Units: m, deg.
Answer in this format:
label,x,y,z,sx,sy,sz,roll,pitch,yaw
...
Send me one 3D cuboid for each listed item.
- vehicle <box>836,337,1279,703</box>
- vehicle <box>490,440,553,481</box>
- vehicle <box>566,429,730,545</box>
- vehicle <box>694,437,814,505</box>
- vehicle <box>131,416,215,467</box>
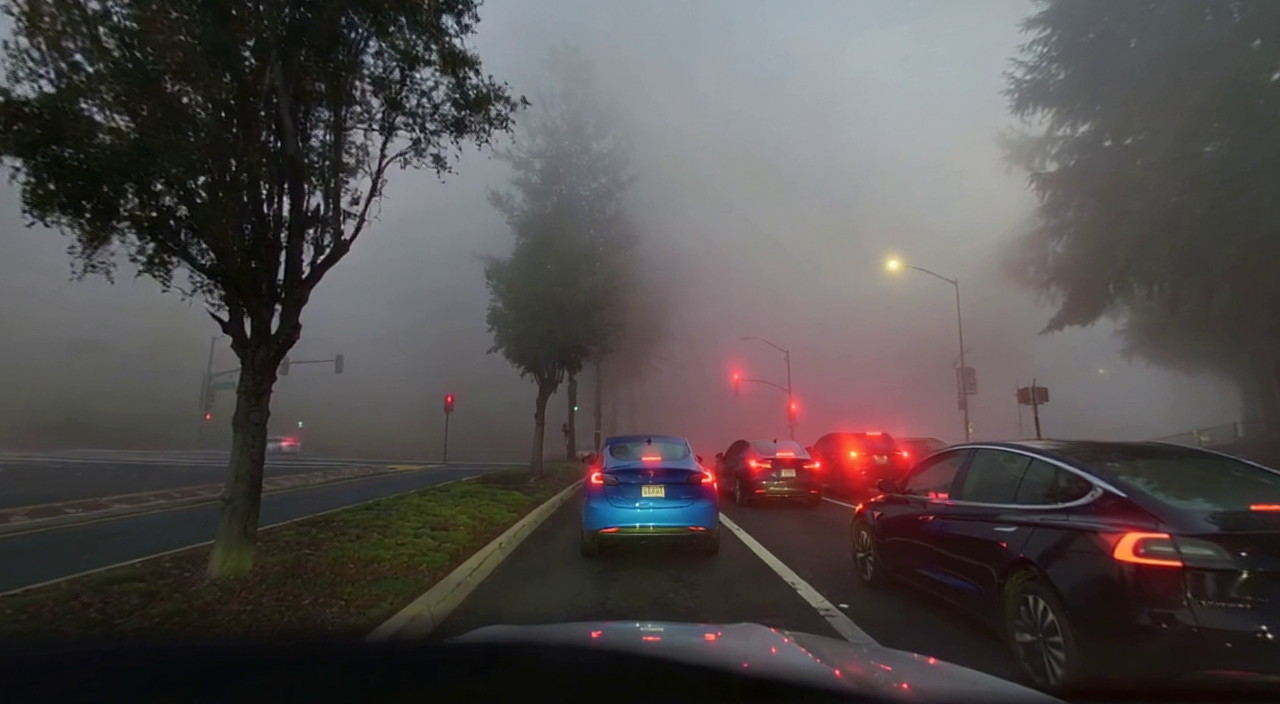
label,x,y,z,sx,sy,sz,roll,pitch,yaw
vehicle,3.185,1.104,4.304,2.167,1.676,4.443,0,-8,-1
vehicle,-4.635,4.285,25.250,1.972,1.457,4.171,0,-8,-4
vehicle,0.023,2.079,10.439,2.147,1.499,4.240,0,-8,-2
vehicle,2.696,2.930,16.028,2.058,1.466,4.208,0,-8,-3
vehicle,-29.267,5.613,39.699,2.608,2.990,3.026,2,-8,3
